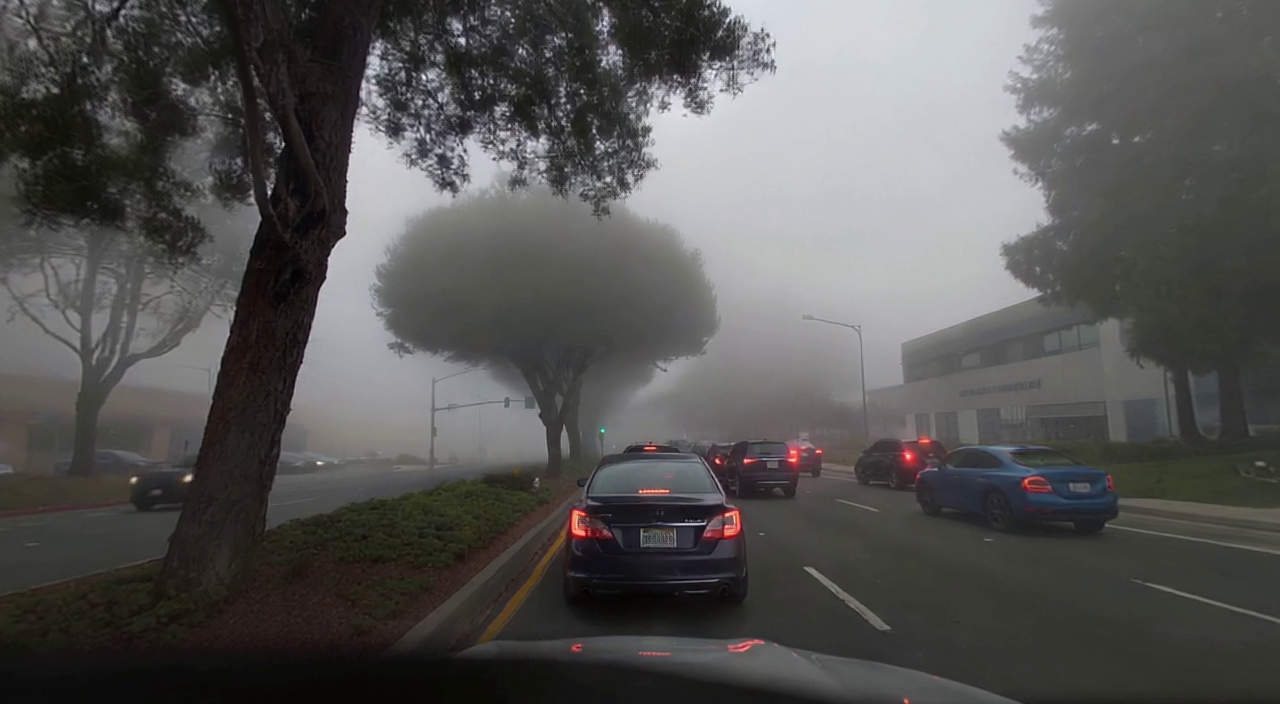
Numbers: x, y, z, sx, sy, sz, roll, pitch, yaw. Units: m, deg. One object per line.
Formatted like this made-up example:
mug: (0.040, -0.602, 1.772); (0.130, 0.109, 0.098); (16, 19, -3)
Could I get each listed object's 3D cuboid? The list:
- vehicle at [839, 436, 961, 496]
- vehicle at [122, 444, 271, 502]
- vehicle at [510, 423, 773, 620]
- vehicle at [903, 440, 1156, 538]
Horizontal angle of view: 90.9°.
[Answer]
vehicle: (7.919, 3.484, 19.751); (1.963, 1.637, 4.527); (0, -8, 1)
vehicle: (-15.034, 4.067, 21.745); (2.163, 1.743, 4.428); (1, -8, -5)
vehicle: (-0.017, 1.601, 7.009); (1.977, 1.465, 4.376); (0, -8, -1)
vehicle: (6.837, 2.401, 11.794); (1.911, 1.468, 4.417); (0, -8, 0)
